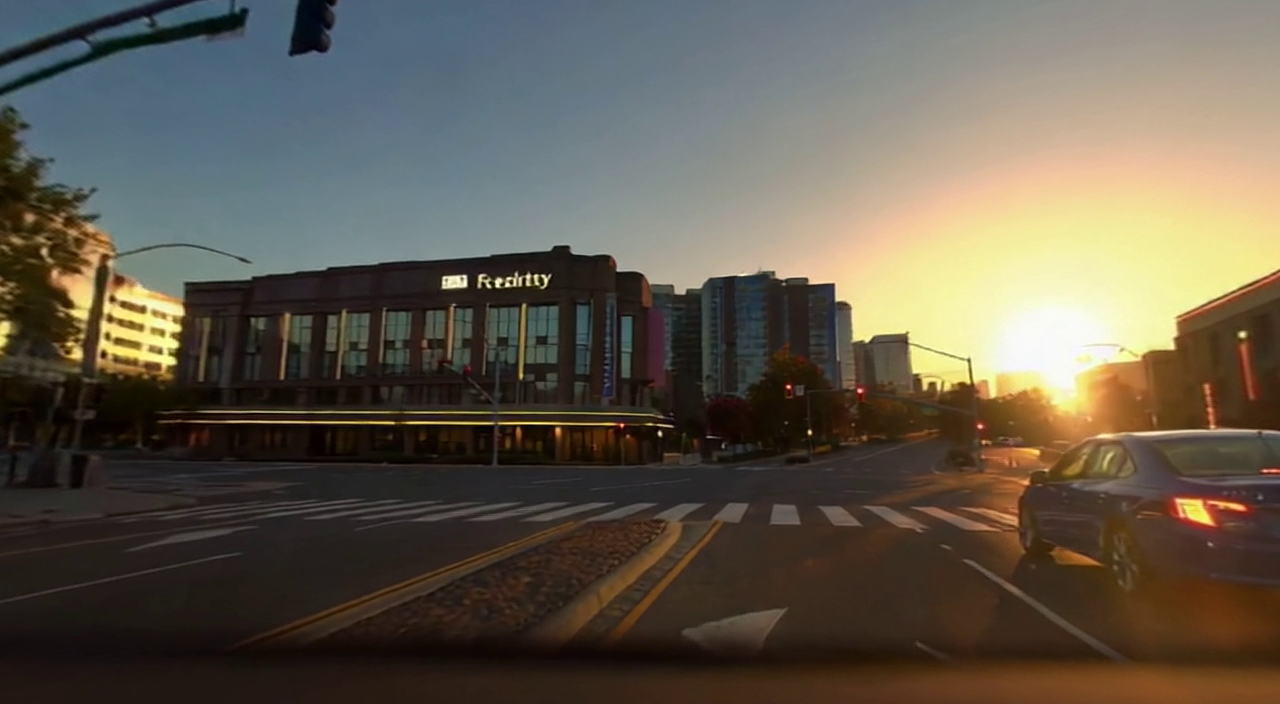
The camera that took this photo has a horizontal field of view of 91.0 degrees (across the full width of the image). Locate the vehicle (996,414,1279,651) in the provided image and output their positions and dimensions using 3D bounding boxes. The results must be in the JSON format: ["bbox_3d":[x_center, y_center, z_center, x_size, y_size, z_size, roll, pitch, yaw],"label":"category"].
[{"bbox_3d":[5.370,1.525,6.281,2.067,1.625,4.073,-2,-9,14],"label":"vehicle"}]
